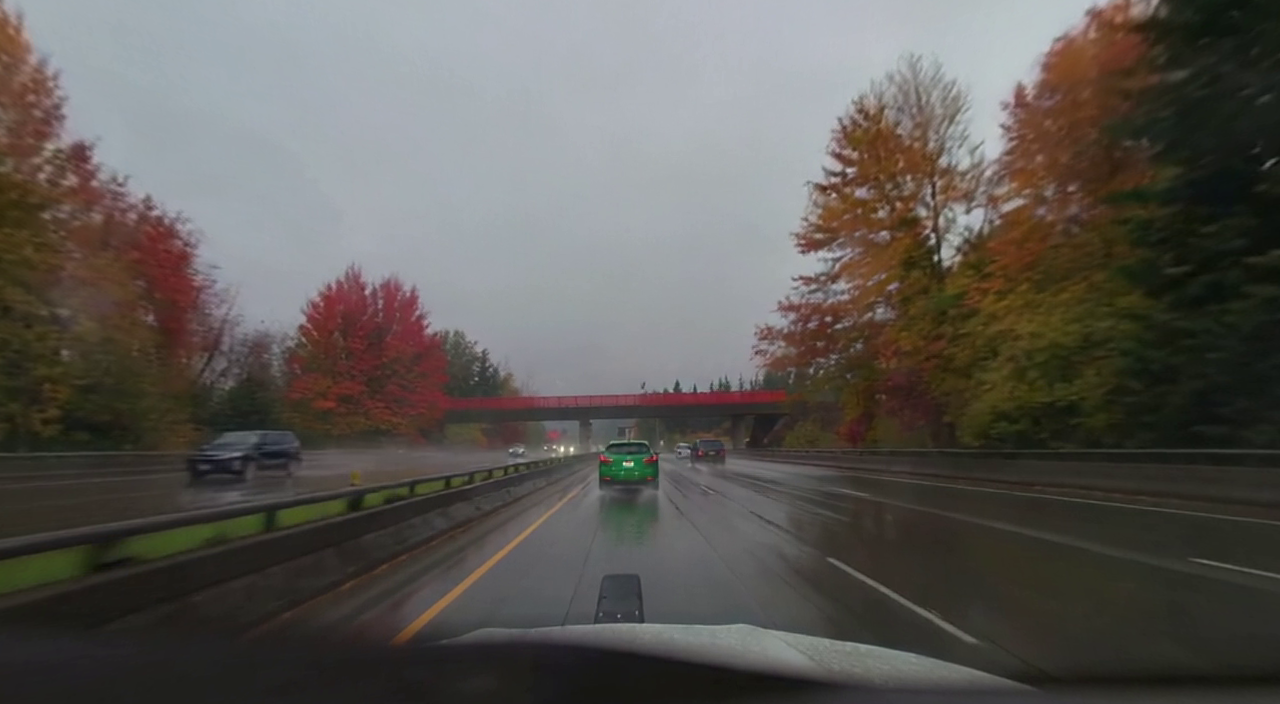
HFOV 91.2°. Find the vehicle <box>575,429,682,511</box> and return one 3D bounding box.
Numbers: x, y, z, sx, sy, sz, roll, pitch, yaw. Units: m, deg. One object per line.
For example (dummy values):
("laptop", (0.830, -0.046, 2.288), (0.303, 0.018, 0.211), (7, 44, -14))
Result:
("vehicle", (-0.260, 2.802, 15.323), (2.259, 1.699, 4.015), (0, -9, 0))

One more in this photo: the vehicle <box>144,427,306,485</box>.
("vehicle", (-13.142, 3.347, 20.308), (2.058, 1.624, 4.697), (0, -9, 0))

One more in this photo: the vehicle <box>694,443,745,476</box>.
("vehicle", (3.913, 5.334, 31.296), (1.894, 1.487, 3.751), (0, -9, -2))
